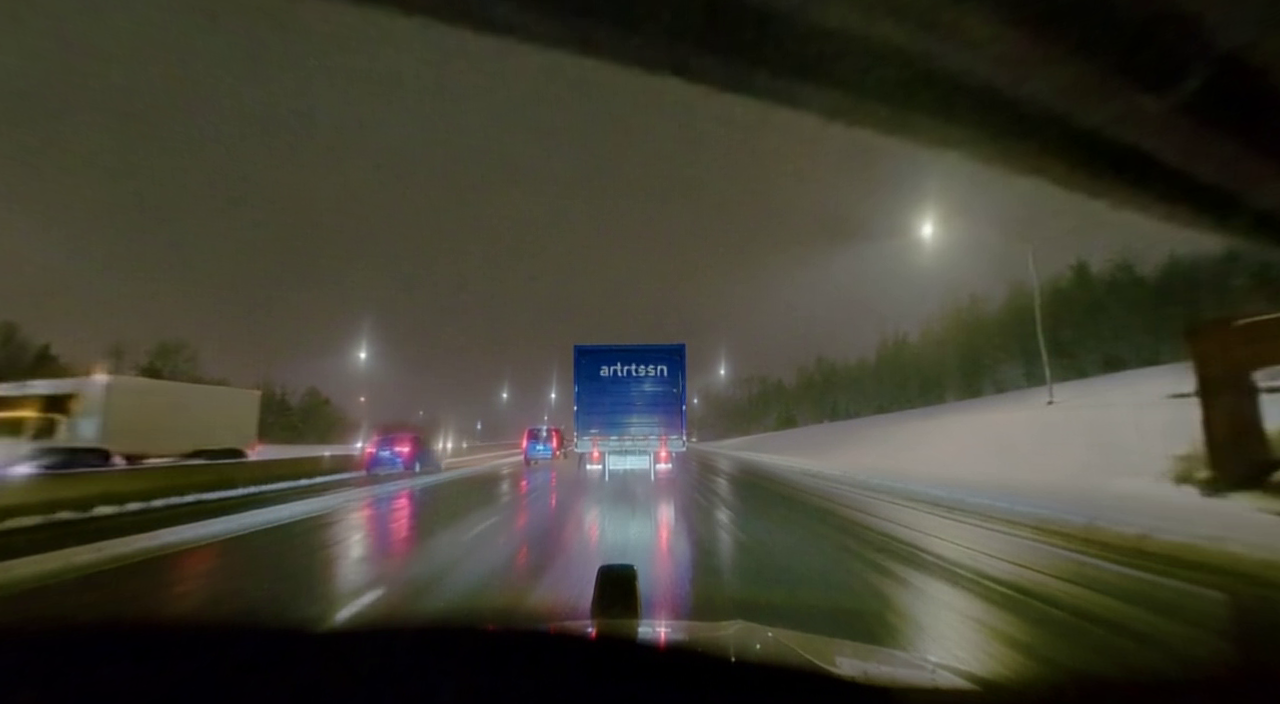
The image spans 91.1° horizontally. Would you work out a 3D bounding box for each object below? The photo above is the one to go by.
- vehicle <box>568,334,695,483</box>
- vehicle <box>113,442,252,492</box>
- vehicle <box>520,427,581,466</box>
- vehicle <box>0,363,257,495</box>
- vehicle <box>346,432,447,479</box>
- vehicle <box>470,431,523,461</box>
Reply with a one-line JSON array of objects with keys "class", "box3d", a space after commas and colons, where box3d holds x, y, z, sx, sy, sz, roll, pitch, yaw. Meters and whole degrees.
[{"class": "vehicle", "box3d": [-0.314, 2.246, 22.705, 3.442, 4.106, 10.719, 0, -8, -1]}, {"class": "vehicle", "box3d": [-16.004, 3.992, 22.312, 1.886, 1.538, 4.033, 0, -8, 0]}, {"class": "vehicle", "box3d": [-4.197, 4.504, 30.235, 2.168, 1.671, 4.888, 0, -8, 1]}, {"class": "vehicle", "box3d": [-19.712, 3.018, 24.289, 3.034, 3.950, 10.763, 0, -8, 0]}, {"class": "vehicle", "box3d": [-8.350, 3.559, 21.988, 1.940, 1.488, 3.976, 0, -8, 0]}, {"class": "vehicle", "box3d": [-8.106, 5.346, 35.947, 1.981, 1.574, 4.561, 0, -8, 0]}]
